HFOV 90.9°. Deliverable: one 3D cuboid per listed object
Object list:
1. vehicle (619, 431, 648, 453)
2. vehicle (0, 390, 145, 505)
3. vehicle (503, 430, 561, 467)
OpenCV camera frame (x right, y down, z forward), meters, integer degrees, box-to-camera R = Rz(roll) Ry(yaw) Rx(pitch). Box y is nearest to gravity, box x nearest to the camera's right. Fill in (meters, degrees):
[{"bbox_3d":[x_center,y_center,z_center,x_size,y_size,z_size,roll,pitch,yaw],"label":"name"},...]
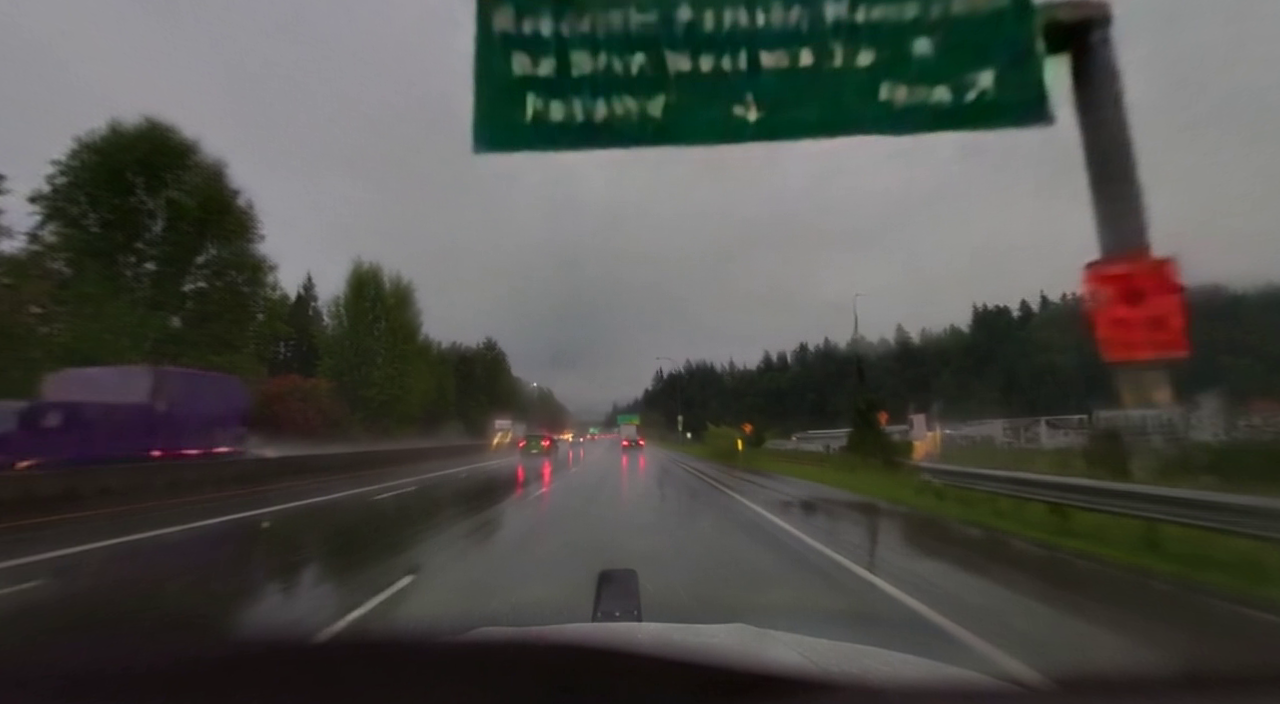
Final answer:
[{"bbox_3d":[-0.517,6.774,47.669,2.139,1.561,4.060,0,-8,-1],"label":"vehicle"},{"bbox_3d":[-17.386,2.557,17.005,2.615,2.860,6.648,0,-8,-1],"label":"vehicle"},{"bbox_3d":[-4.712,4.255,28.039,1.959,1.514,3.668,0,-8,-1],"label":"vehicle"}]
